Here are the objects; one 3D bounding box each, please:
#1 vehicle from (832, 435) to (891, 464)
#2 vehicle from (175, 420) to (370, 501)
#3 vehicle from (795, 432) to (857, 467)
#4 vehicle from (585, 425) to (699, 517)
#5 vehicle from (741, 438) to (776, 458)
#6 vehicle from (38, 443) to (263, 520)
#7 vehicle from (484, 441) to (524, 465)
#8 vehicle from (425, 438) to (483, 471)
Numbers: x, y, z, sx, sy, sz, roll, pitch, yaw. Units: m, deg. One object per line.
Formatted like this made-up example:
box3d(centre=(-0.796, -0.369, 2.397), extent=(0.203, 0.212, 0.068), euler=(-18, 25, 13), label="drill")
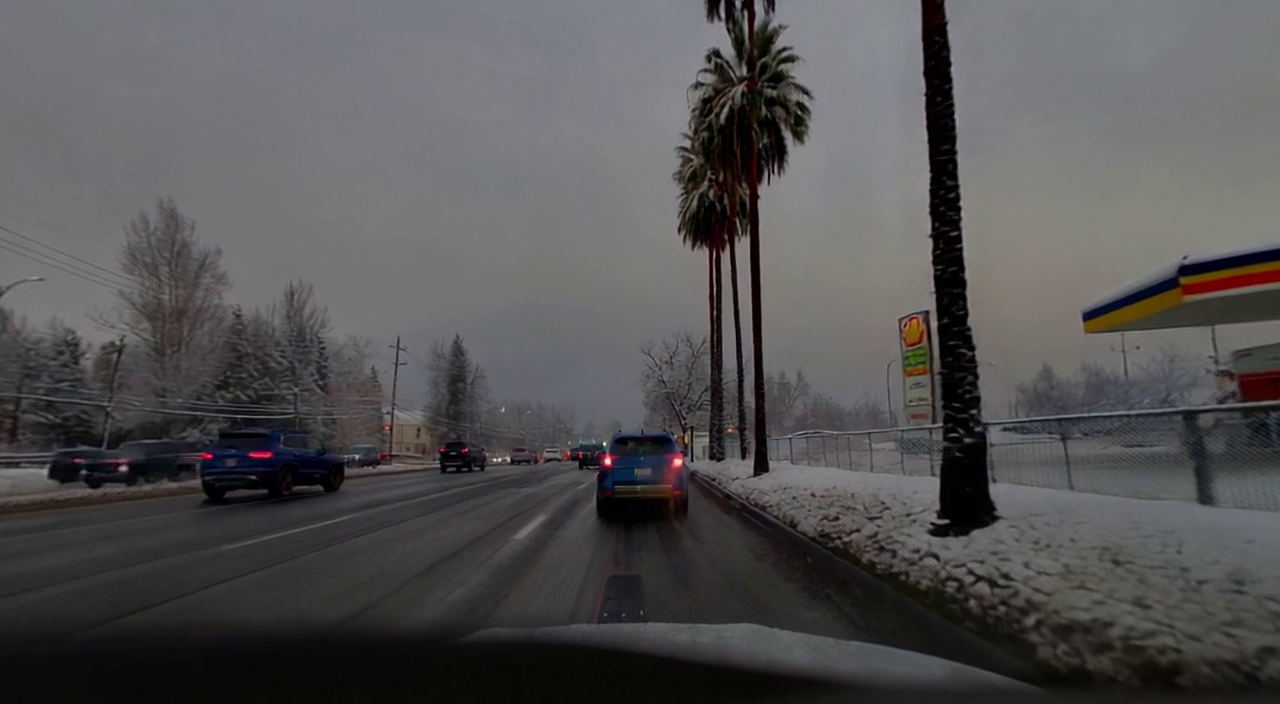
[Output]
box3d(centre=(12.036, 5.315, 34.321), extent=(1.681, 1.503, 3.781), euler=(1, -9, -3), label="vehicle")
box3d(centre=(-10.016, 3.011, 17.852), extent=(2.269, 1.934, 5.350), euler=(0, -9, 0), label="vehicle")
box3d(centre=(8.221, 4.273, 27.575), extent=(1.837, 1.416, 3.947), euler=(-4, -10, 27), label="vehicle")
box3d(centre=(0.067, 2.533, 13.791), extent=(2.121, 1.710, 3.893), euler=(0, -9, 1), label="vehicle")
box3d(centre=(9.130, 7.441, 48.779), extent=(1.929, 1.496, 4.245), euler=(0, -9, 0), label="vehicle")
box3d(centre=(-10.032, 2.639, 13.265), extent=(1.924, 1.384, 3.426), euler=(0, -8, 0), label="vehicle")
box3d(centre=(-10.471, 7.808, 48.768), extent=(1.998, 1.731, 4.952), euler=(0, -8, 0), label="vehicle")
box3d(centre=(-10.588, 5.851, 36.055), extent=(1.965, 1.743, 4.327), euler=(0, -8, 1), label="vehicle")
